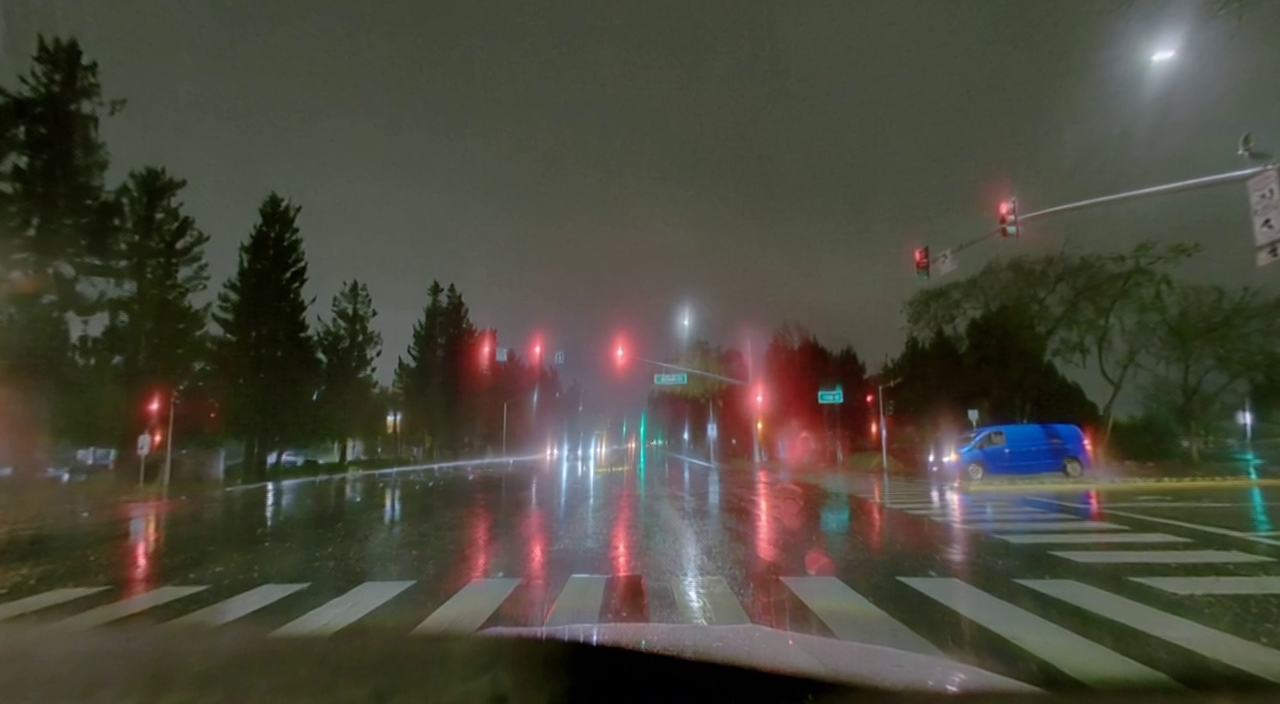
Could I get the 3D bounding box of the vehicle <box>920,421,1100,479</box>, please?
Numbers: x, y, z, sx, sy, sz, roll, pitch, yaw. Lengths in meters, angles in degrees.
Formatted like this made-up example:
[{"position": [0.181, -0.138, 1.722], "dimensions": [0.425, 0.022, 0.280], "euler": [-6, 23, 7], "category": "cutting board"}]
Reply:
[{"position": [12.288, 3.287, 21.205], "dimensions": [4.790, 1.798, 1.909], "euler": [0, -8, 1], "category": "vehicle"}]
